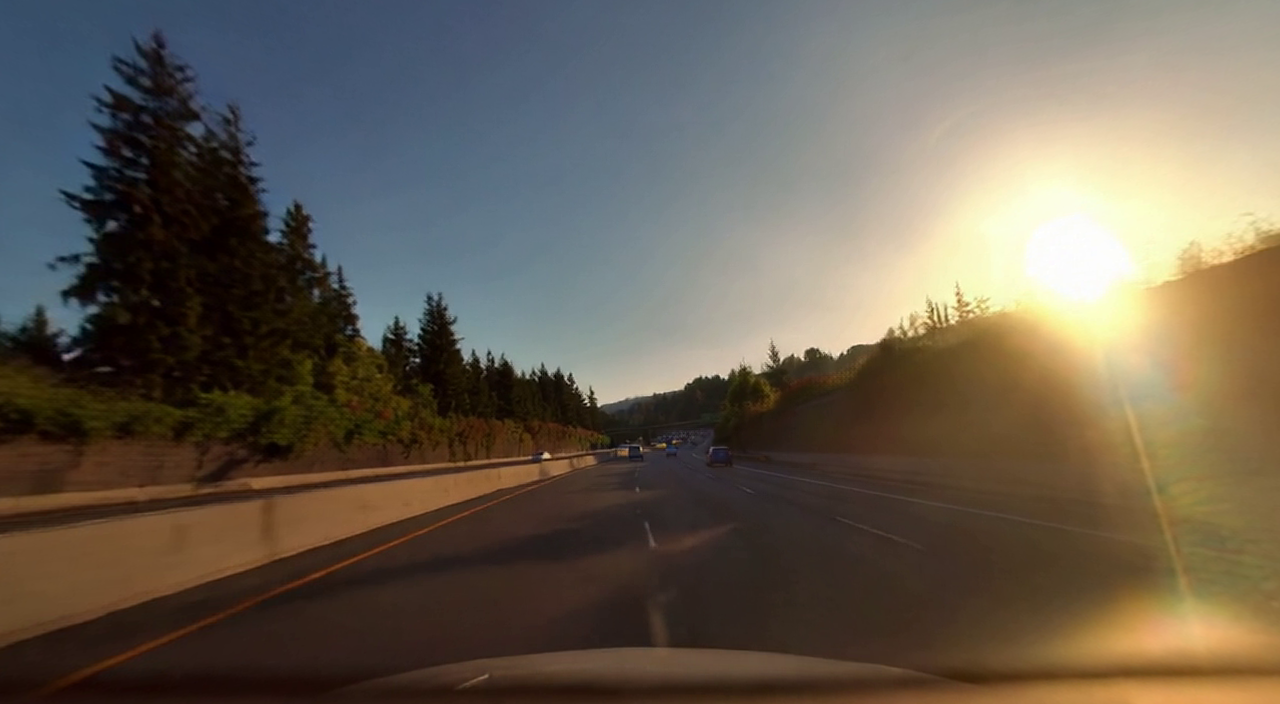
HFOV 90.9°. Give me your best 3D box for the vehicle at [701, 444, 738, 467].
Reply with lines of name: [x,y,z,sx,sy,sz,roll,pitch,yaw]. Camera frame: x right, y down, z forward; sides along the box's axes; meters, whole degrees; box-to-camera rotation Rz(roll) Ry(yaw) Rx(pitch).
vehicle: [5.735,7.554,45.877,2.175,1.574,3.943,0,-9,-1]
